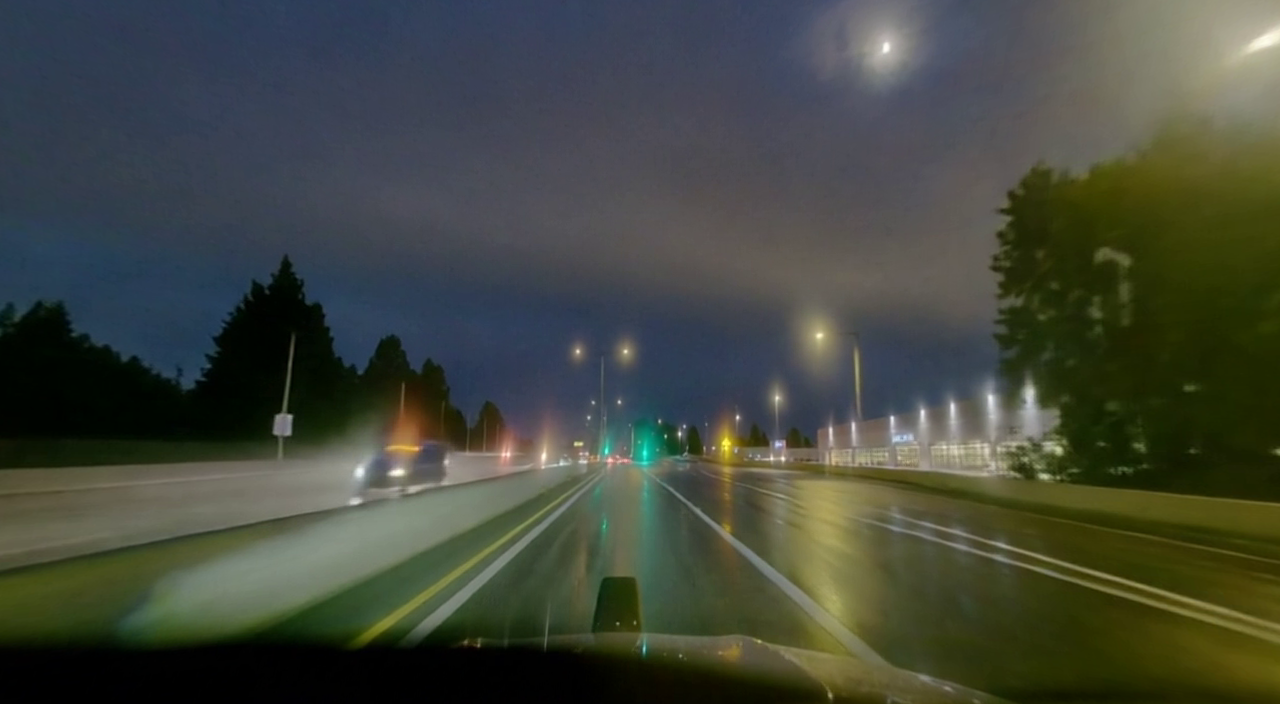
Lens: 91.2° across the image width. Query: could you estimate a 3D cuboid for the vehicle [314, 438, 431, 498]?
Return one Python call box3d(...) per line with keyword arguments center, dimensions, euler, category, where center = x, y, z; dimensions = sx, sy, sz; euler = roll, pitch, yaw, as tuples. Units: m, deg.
box3d(center=(-9.036, 3.942, 21.711), dimensions=(2.033, 1.845, 4.537), euler=(0, -9, 0), category="vehicle")
